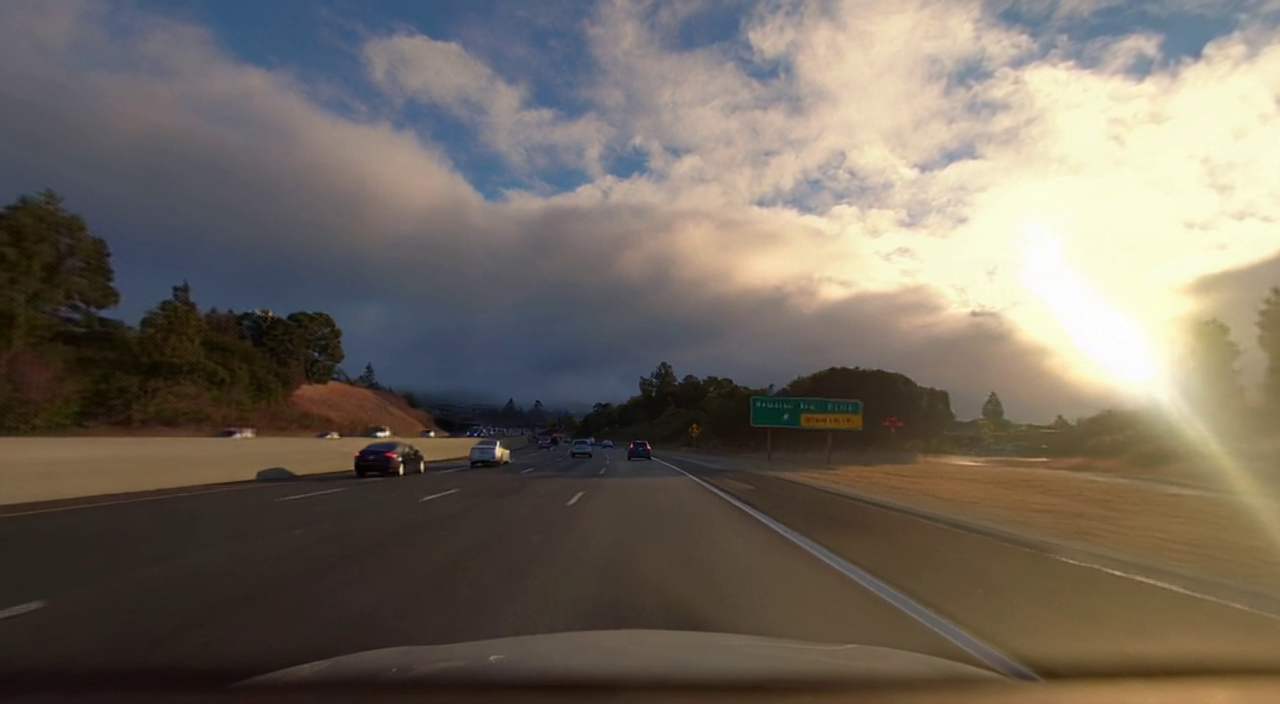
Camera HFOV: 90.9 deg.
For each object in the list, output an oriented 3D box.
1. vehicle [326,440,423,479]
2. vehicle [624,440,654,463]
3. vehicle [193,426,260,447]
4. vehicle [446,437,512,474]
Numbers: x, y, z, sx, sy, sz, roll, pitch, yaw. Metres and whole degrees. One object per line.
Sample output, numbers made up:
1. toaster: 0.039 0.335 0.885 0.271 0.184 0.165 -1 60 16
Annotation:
1. vehicle: -11.115 4.509 26.840 1.935 1.474 5.033 0 -8 0
2. vehicle: -0.128 6.503 41.382 1.881 1.460 3.694 0 -8 -1
3. vehicle: -30.863 6.346 47.266 1.861 1.520 4.575 0 -8 1
4. vehicle: -7.529 4.861 29.899 2.086 1.628 4.039 0 -8 -1
